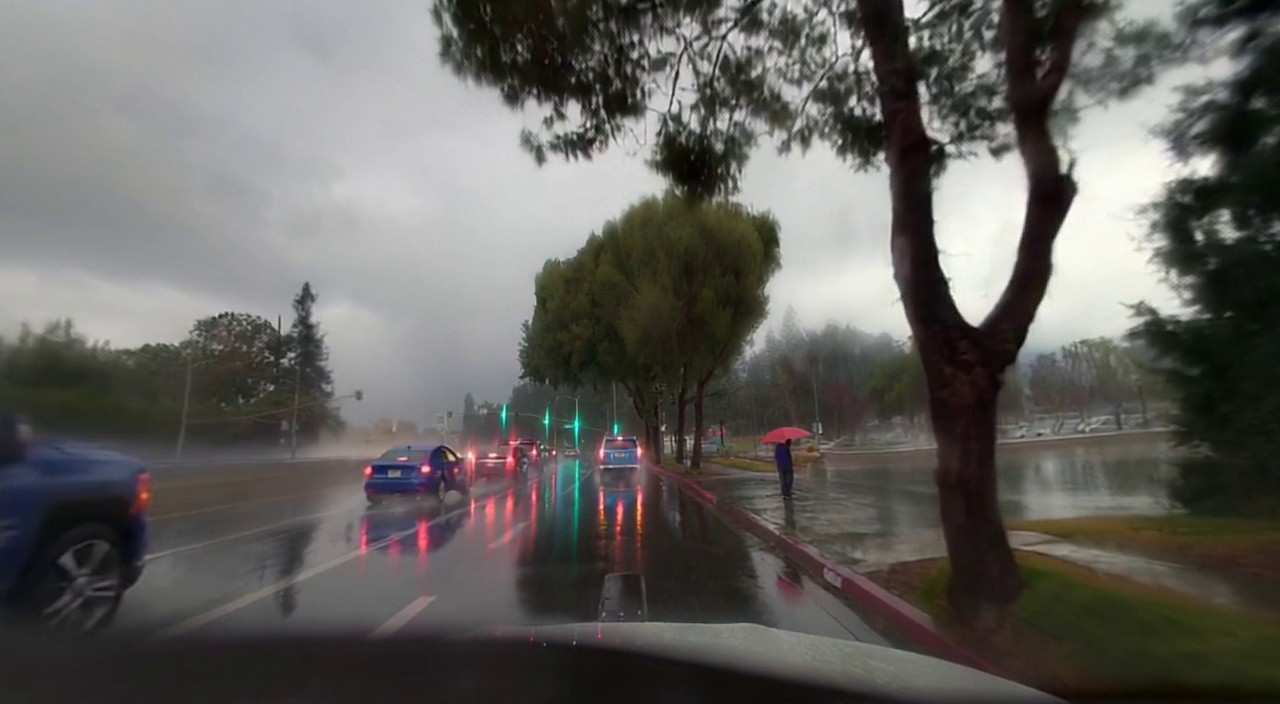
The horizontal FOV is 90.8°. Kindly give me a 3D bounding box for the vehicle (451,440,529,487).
[{"bbox_3d":[-5.789,4.343,24.948,2.010,1.674,4.484,0,-9,-1],"label":"vehicle"}]

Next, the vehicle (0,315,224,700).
[{"bbox_3d":[-4.931,0.628,1.936,2.860,2.090,6.593,0,-9,-1],"label":"vehicle"}]

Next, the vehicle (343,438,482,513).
[{"bbox_3d":[-5.558,3.046,16.085,2.069,1.616,4.108,0,-9,-1],"label":"vehicle"}]

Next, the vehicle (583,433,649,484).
[{"bbox_3d":[-0.975,4.176,25.100,2.368,1.829,4.293,0,-9,-3],"label":"vehicle"}]
